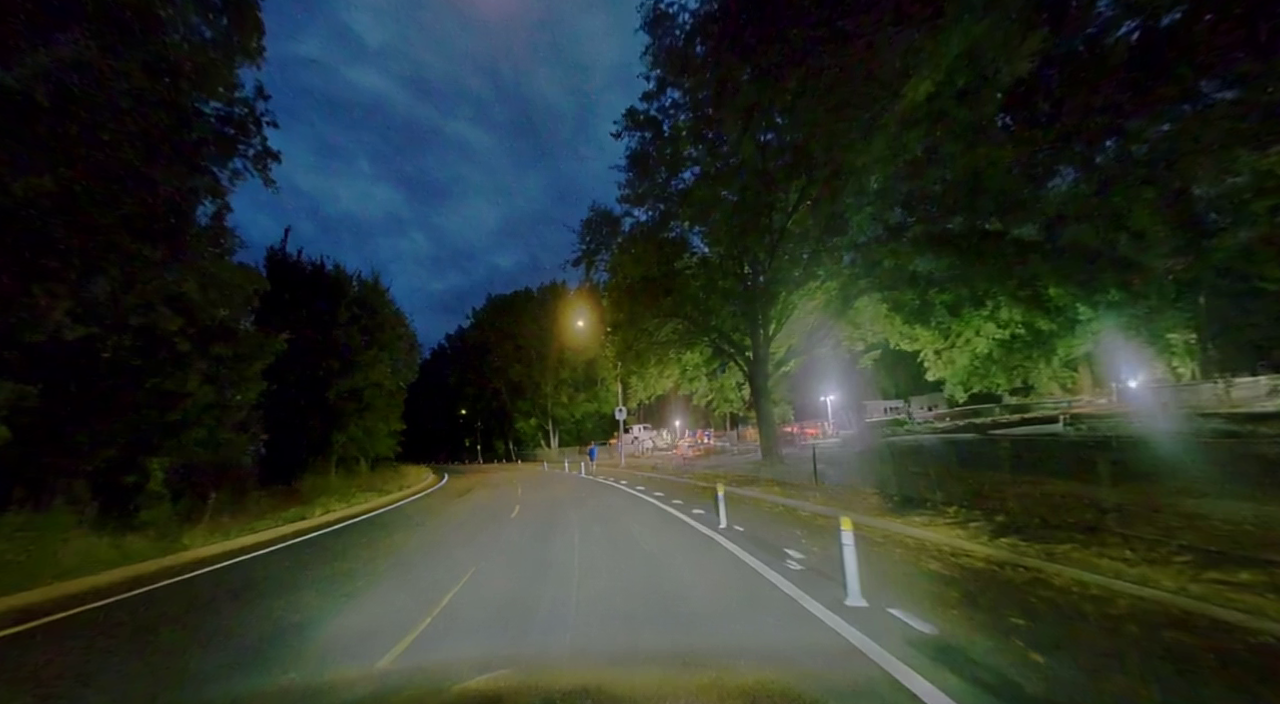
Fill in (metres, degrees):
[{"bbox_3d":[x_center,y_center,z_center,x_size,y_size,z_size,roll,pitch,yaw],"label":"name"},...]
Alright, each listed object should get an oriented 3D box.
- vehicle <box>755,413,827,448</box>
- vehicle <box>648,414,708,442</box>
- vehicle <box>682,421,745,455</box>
[{"bbox_3d":[6.817,3.640,28.944,1.635,1.445,3.563,1,-9,-15],"label":"vehicle"},{"bbox_3d":[2.839,5.696,47.248,3.916,1.765,1.785,-2,-6,-21],"label":"vehicle"},{"bbox_3d":[4.638,5.471,39.925,3.451,1.504,1.652,9,-15,-9],"label":"vehicle"}]
